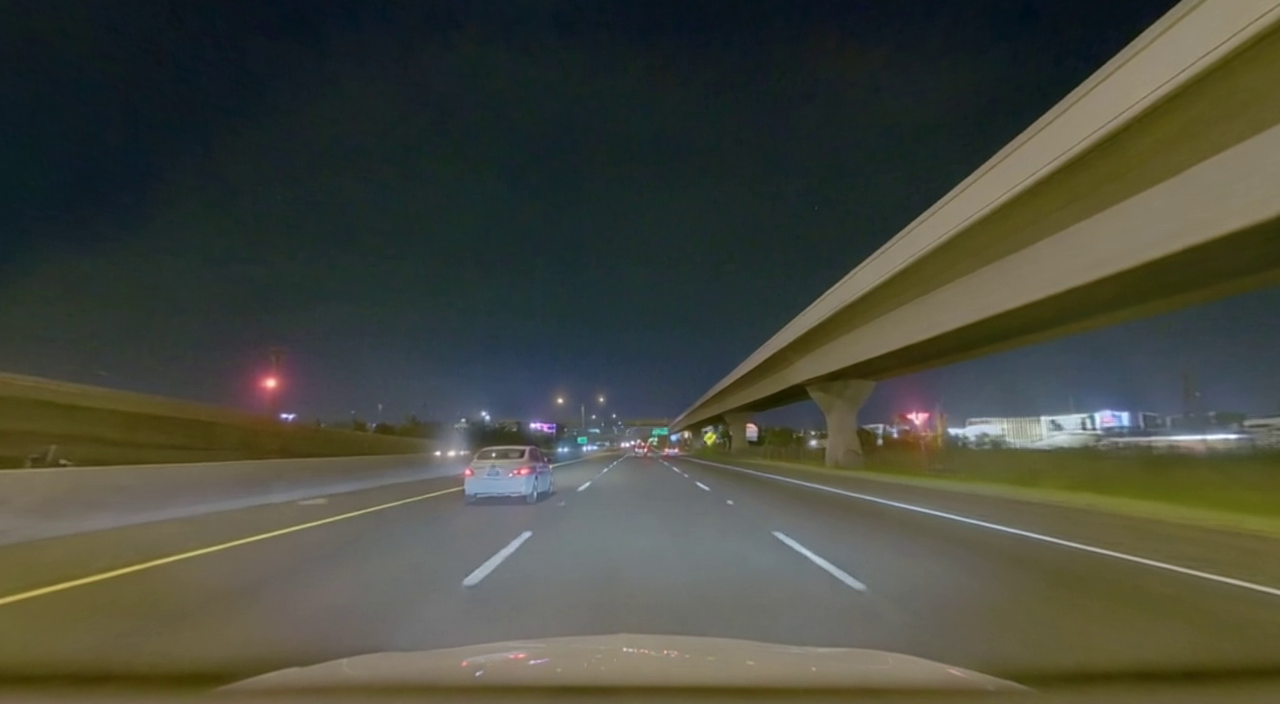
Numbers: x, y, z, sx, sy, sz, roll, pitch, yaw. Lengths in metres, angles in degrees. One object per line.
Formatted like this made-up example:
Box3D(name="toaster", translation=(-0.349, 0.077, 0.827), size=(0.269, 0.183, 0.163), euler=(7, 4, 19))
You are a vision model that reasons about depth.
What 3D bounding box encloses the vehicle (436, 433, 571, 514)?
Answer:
Box3D(name="vehicle", translation=(-2.932, 2.719, 14.705), size=(2.029, 1.557, 4.570), euler=(0, -8, 1))
